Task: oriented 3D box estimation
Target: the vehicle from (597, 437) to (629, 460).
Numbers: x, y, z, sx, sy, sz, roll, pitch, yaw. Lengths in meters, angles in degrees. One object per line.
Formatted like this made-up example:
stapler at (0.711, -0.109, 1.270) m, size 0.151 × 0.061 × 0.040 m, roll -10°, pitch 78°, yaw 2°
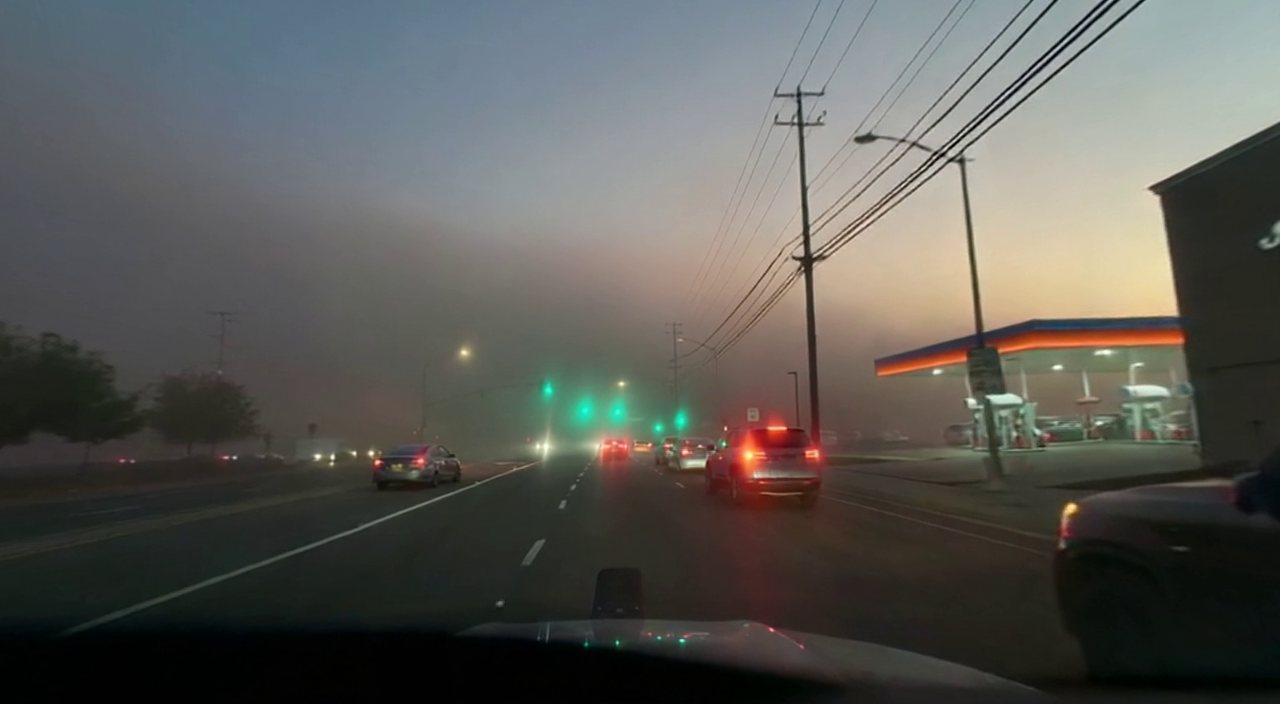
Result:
vehicle at (-1.889, 6.579, 43.078) m, size 2.065 × 1.484 × 3.894 m, roll 0°, pitch -8°, yaw -4°

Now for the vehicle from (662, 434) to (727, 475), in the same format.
vehicle at (2.127, 4.163, 25.877) m, size 1.945 × 1.470 × 4.363 m, roll 0°, pitch -8°, yaw -5°

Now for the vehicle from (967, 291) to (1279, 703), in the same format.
vehicle at (3.560, 0.584, 1.488) m, size 2.582 × 1.810 × 5.315 m, roll 0°, pitch -8°, yaw -2°

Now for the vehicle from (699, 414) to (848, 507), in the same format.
vehicle at (2.912, 2.529, 15.131) m, size 2.124 × 1.824 × 4.973 m, roll 0°, pitch -8°, yaw -4°

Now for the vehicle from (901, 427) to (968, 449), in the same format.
vehicle at (22.181, 6.550, 47.823) m, size 1.934 × 1.570 × 5.073 m, roll 1°, pitch -9°, yaw -10°

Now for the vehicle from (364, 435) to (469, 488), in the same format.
vehicle at (-7.006, 3.461, 20.309) m, size 2.075 × 1.470 × 4.190 m, roll 0°, pitch -8°, yaw -4°
